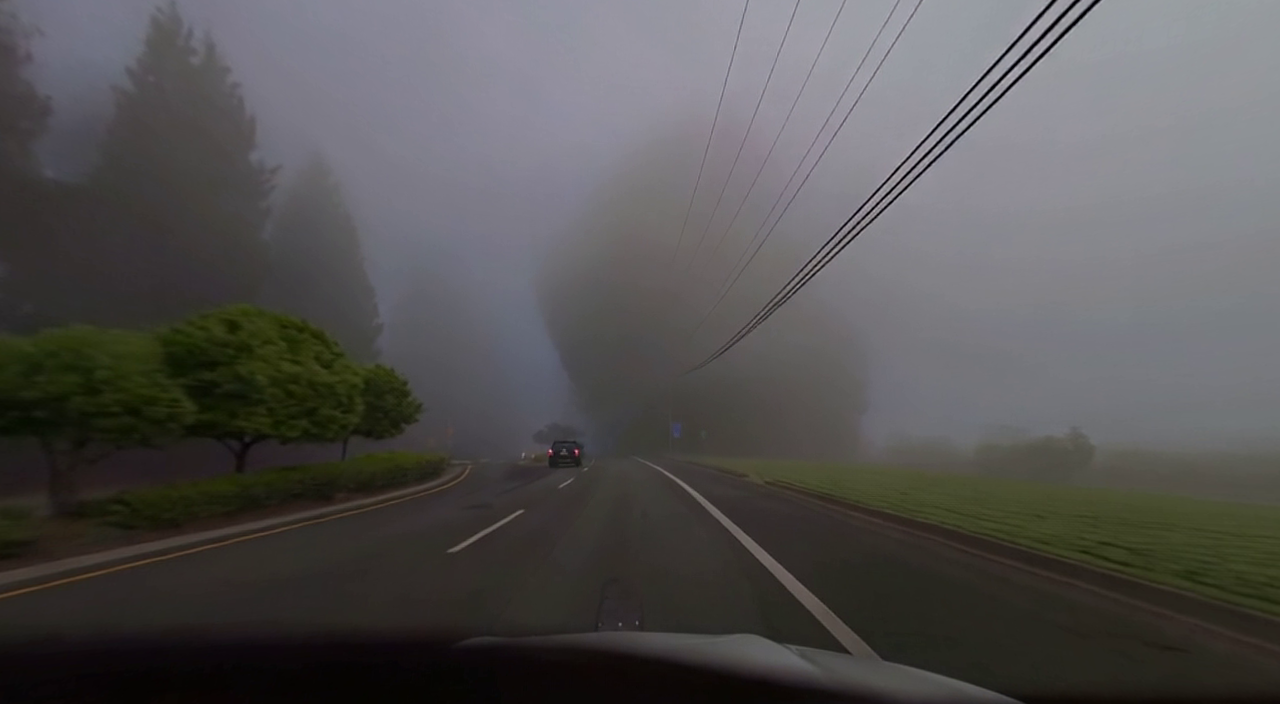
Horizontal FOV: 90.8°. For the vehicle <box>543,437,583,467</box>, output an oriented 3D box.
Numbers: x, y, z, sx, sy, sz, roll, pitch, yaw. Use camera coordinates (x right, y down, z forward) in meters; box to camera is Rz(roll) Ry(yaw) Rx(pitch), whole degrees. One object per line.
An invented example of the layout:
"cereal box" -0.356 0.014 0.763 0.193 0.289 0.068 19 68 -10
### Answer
"vehicle" -5.143 6.800 43.125 2.246 1.885 5.275 0 -8 -2
